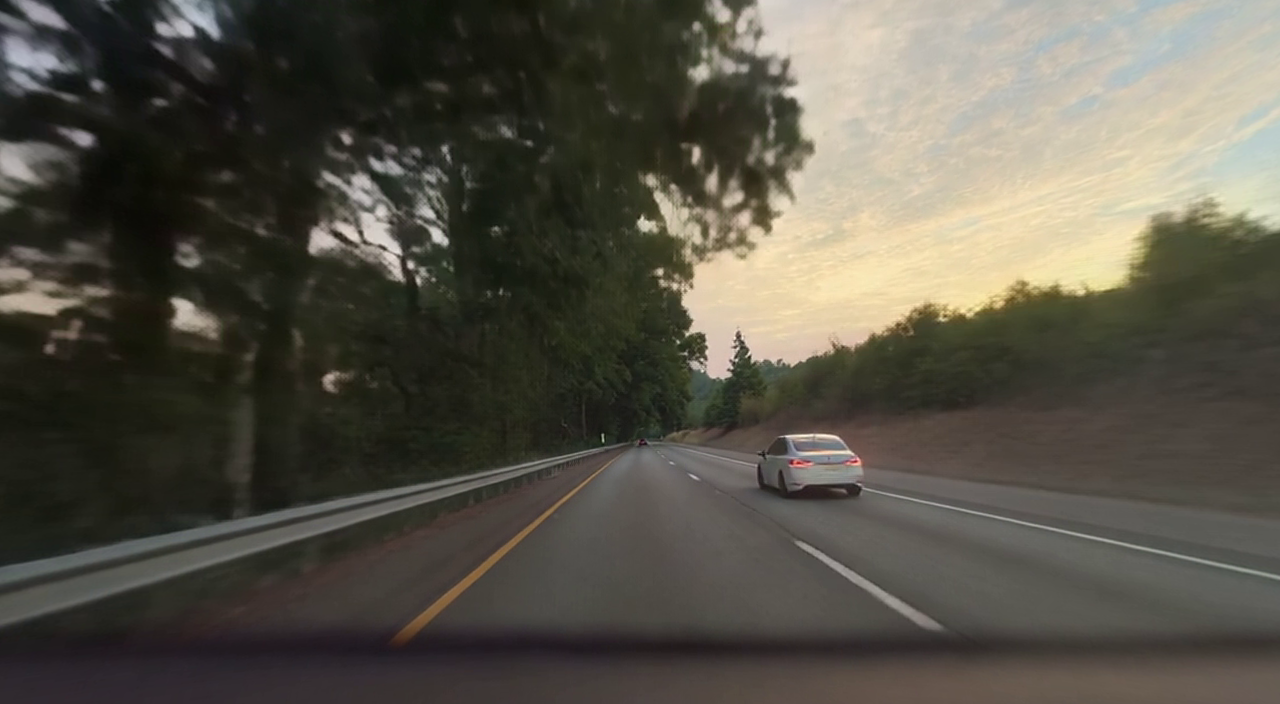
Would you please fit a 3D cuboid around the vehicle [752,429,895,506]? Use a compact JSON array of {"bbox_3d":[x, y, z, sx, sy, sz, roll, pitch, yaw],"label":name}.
[{"bbox_3d":[4.148,2.680,15.150,1.905,1.525,4.719,0,-8,-1],"label":"vehicle"}]
